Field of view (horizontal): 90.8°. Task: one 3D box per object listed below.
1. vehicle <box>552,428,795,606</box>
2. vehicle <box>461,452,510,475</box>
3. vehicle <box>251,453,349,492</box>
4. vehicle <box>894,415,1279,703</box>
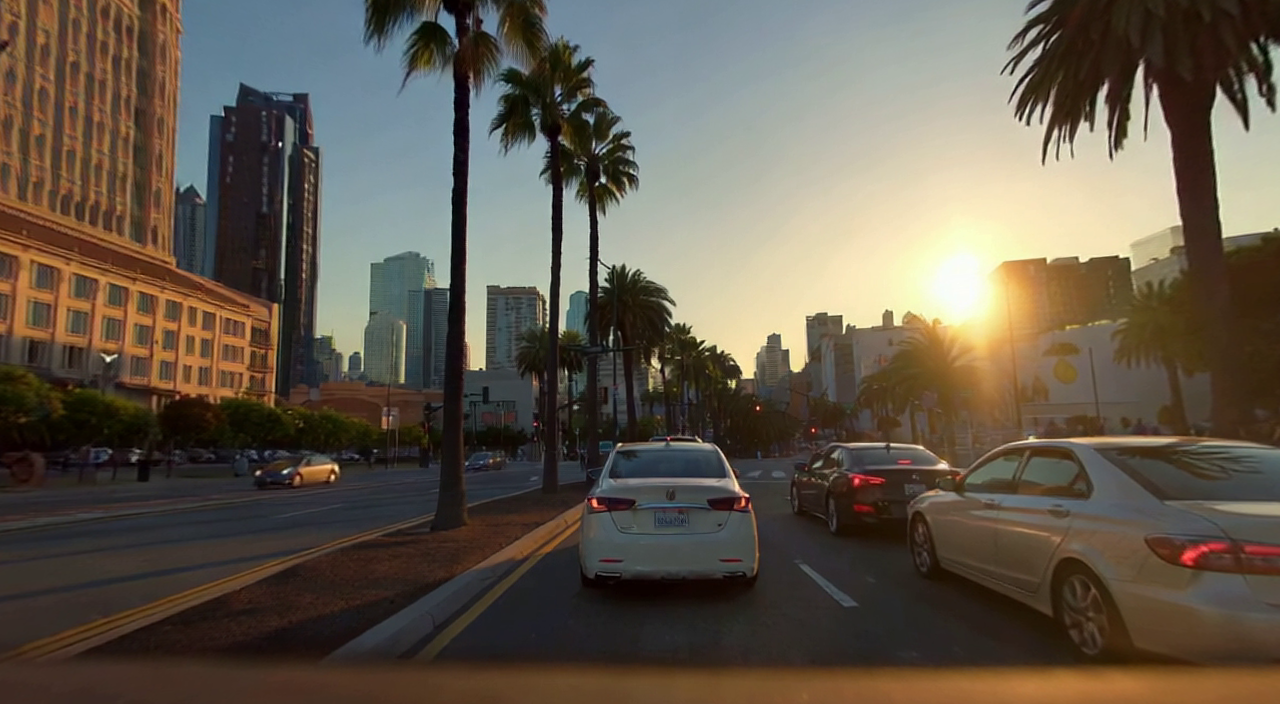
[{"bbox_3d":[0.325,1.700,7.327,2.078,1.503,3.681,0,-9,1],"label":"vehicle"},{"bbox_3d":[-12.112,8.743,49.767,2.078,1.662,4.436,-2,-9,9],"label":"vehicle"},{"bbox_3d":[-15.343,5.424,28.769,1.801,1.563,4.015,-2,-9,9],"label":"vehicle"},{"bbox_3d":[3.640,1.299,4.582,1.913,1.469,4.425,-1,-9,3],"label":"vehicle"}]
